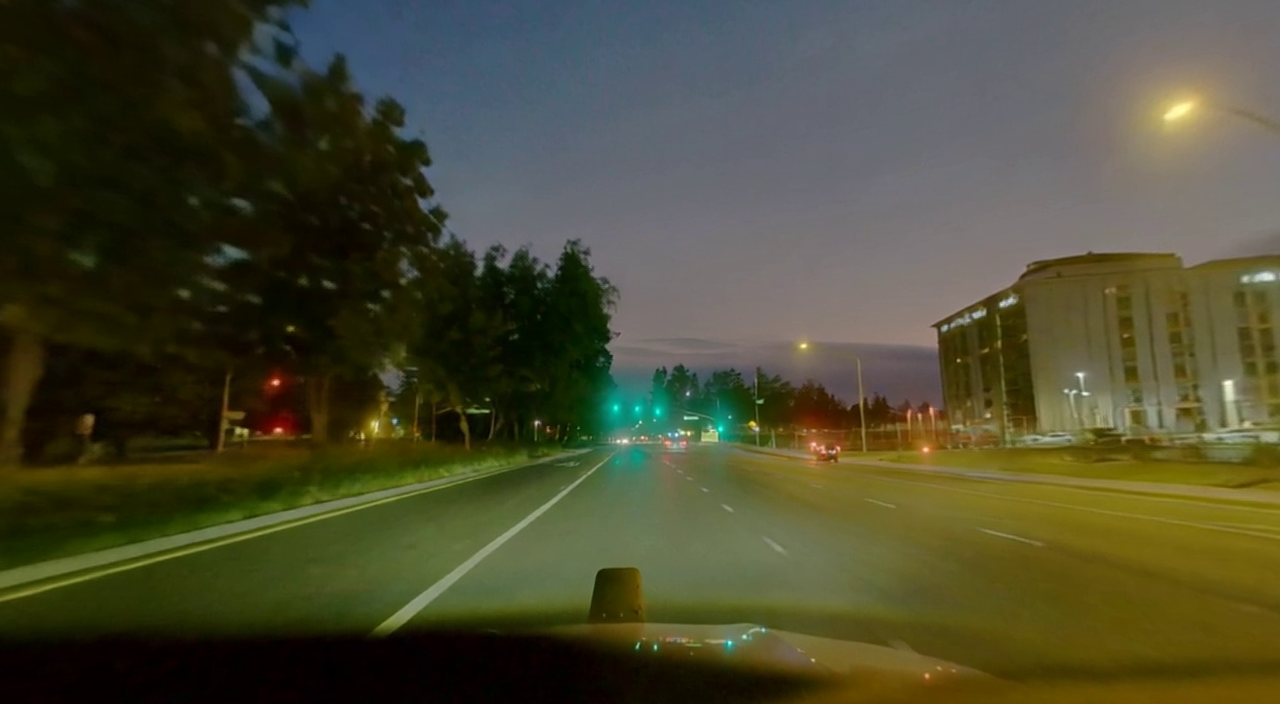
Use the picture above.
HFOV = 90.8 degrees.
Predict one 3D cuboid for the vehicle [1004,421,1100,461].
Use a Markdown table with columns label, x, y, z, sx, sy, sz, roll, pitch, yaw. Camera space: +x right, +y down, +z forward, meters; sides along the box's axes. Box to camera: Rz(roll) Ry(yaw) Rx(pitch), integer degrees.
| label | x | y | z | sx | sy | sz | roll | pitch | yaw |
| --- | --- | --- | --- | --- | --- | --- | --- | --- | --- |
| vehicle | 20.508 | 4.406 | 31.771 | 2.222 | 1.742 | 5.231 | 0 | -7 | 12 |

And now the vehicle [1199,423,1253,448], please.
| label | x | y | z | sx | sy | sz | roll | pitch | yaw |
| --- | --- | --- | --- | --- | --- | --- | --- | --- | --- |
| vehicle | 41.194 | 5.893 | 44.494 | 2.265 | 1.646 | 4.432 | -6 | -10 | 37 |
